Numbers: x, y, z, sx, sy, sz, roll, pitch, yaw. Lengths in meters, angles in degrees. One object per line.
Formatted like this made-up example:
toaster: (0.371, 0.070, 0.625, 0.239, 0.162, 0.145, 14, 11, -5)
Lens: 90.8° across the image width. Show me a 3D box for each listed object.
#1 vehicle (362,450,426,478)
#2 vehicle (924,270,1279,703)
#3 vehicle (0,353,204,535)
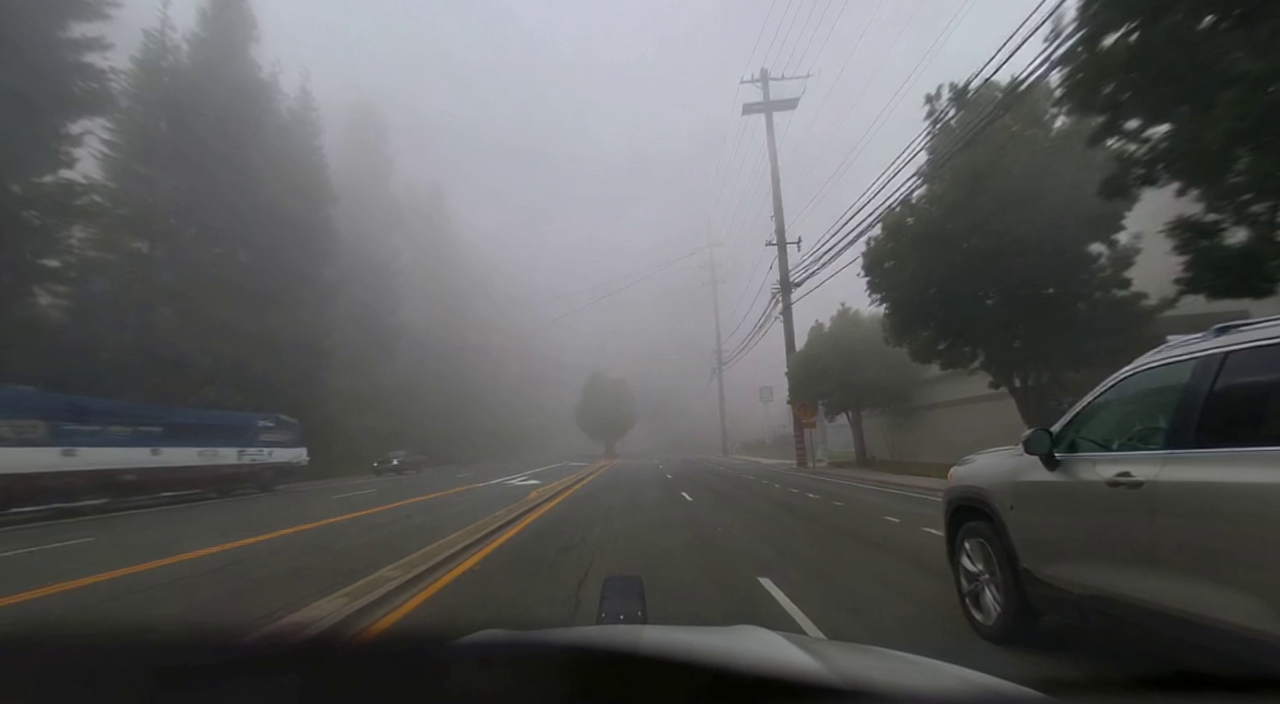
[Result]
vehicle: (-14.274, 6.473, 36.896, 2.015, 1.501, 4.307, 0, -9, 0)
vehicle: (3.047, 0.663, 2.016, 2.060, 1.820, 4.713, 0, -9, 0)
vehicle: (-13.972, 1.989, 13.595, 2.980, 3.522, 8.459, 0, -9, 1)
